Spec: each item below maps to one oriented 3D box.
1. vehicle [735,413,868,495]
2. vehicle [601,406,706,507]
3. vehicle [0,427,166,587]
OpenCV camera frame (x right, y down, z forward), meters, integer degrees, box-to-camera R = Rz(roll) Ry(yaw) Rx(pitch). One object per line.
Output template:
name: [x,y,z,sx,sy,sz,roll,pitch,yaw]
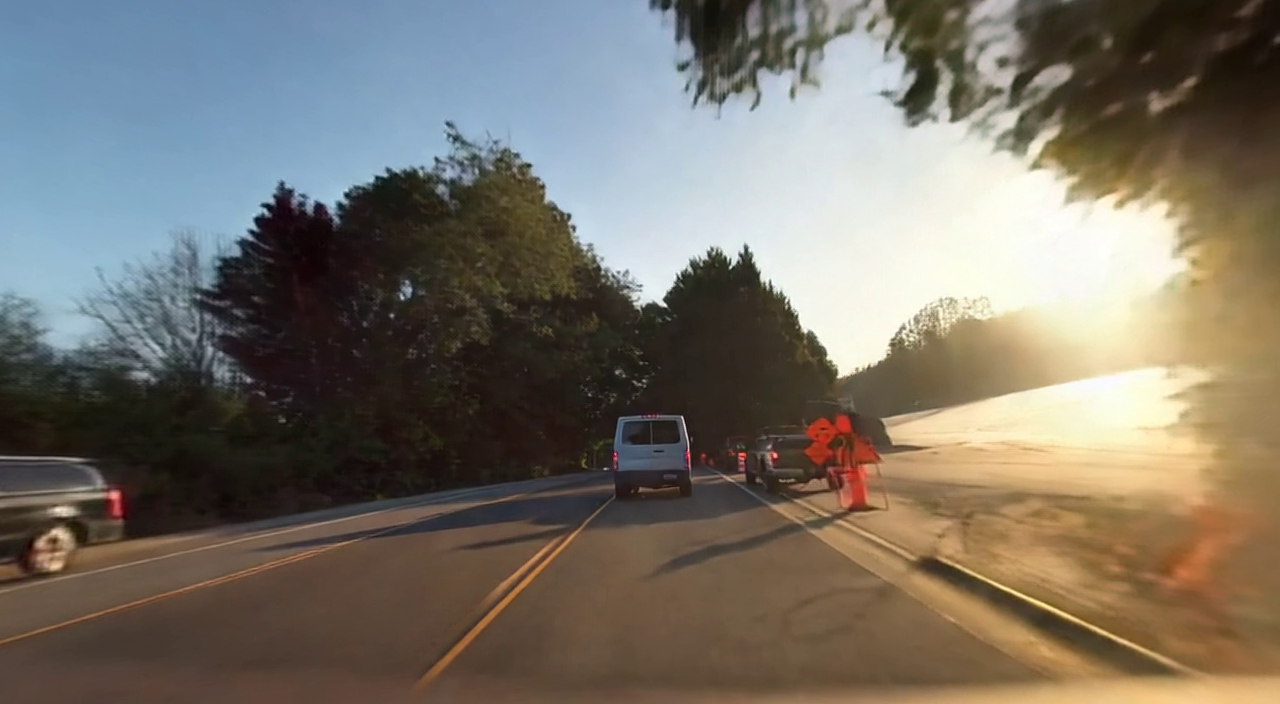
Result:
vehicle: [4.591,3.114,19.660,2.833,2.033,7.668,-1,-8,6]
vehicle: [0.504,2.711,16.707,2.362,2.247,4.892,-1,-8,5]
vehicle: [-8.381,1.698,6.691,2.055,1.809,5.906,0,-8,1]
